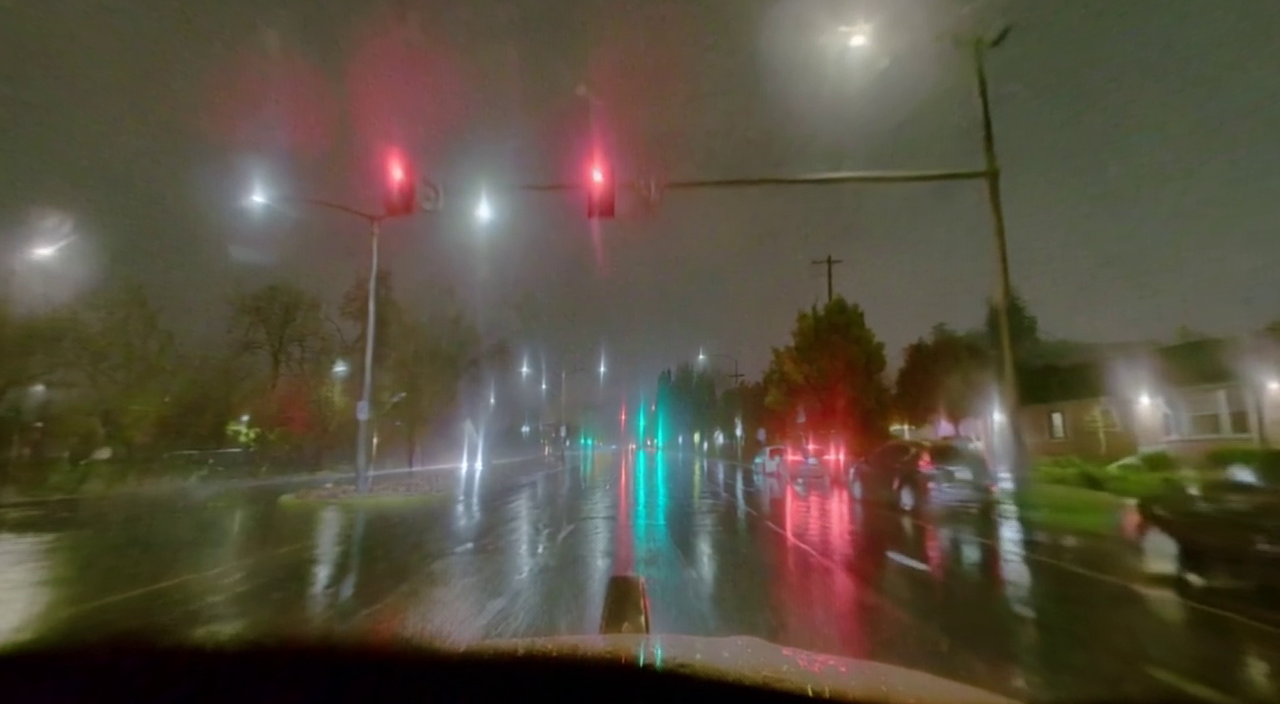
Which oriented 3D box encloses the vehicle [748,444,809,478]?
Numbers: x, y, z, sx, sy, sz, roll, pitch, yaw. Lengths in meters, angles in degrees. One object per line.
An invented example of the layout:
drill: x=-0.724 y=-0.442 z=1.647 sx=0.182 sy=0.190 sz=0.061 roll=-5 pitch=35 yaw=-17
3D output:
vehicle: x=6.393 y=5.068 z=29.645 sx=1.974 sy=1.444 sz=4.494 roll=0 pitch=-9 yaw=2

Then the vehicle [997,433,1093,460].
vehicle: x=30.378 y=7.120 z=47.492 sx=5.683 sy=1.922 sz=2.104 roll=-4 pitch=-9 yaw=23

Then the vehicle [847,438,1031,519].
vehicle: x=6.308 y=2.697 z=13.990 sx=1.976 sy=1.498 sz=4.390 roll=0 pitch=-9 yaw=1

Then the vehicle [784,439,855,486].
vehicle: x=6.480 y=4.010 z=23.038 sx=1.752 sy=1.590 sz=3.090 roll=-1 pitch=-9 yaw=2

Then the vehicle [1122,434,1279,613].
vehicle: x=6.207 y=1.325 z=4.640 sx=1.936 sy=1.456 sz=4.445 roll=-1 pitch=-9 yaw=3
